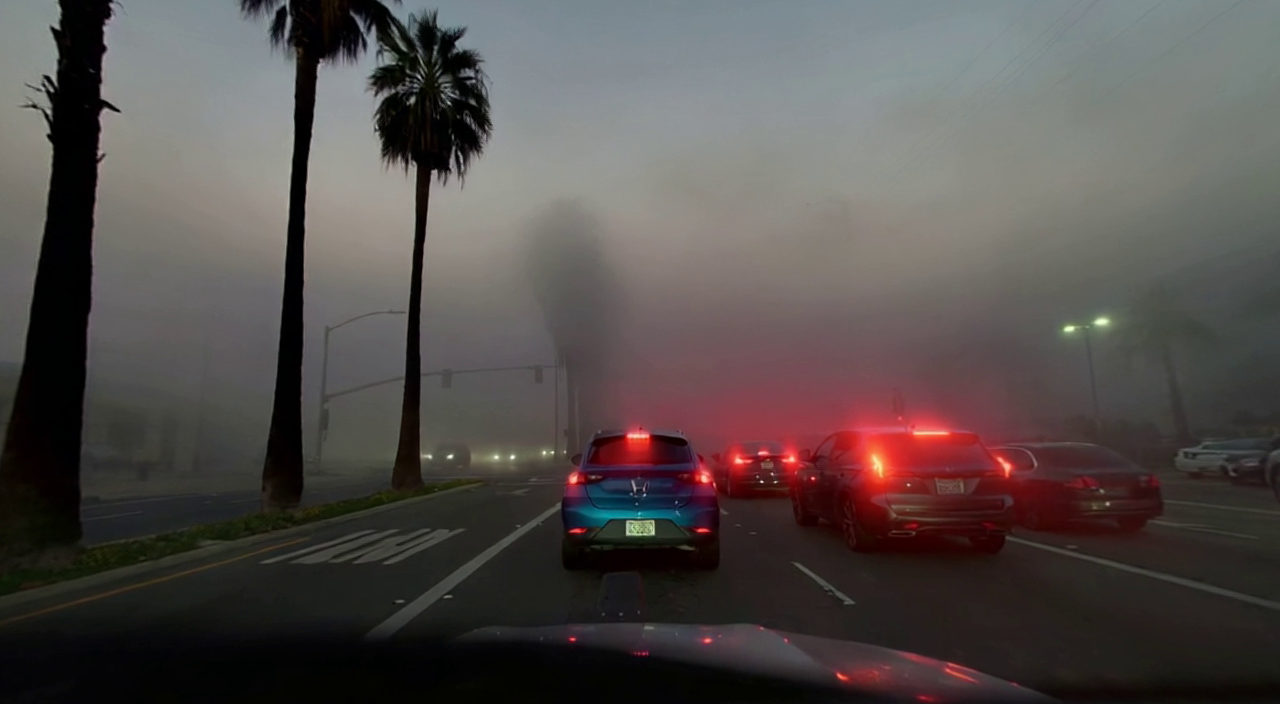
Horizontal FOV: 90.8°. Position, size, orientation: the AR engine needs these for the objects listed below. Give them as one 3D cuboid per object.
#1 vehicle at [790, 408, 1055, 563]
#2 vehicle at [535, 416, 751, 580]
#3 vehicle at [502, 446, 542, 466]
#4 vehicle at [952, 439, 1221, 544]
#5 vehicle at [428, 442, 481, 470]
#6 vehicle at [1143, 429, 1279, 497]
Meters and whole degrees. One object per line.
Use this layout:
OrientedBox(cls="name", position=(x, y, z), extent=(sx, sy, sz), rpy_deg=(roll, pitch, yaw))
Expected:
OrientedBox(cls="vehicle", position=(3.671, 1.820, 9.242), extent=(1.947, 1.725, 4.159), rpy_deg=(0, -9, 0))
OrientedBox(cls="vehicle", position=(0.026, 1.719, 8.190), extent=(2.083, 1.572, 4.021), rpy_deg=(0, -9, 0))
OrientedBox(cls="vehicle", position=(-9.170, 8.121, 49.394), extent=(2.168, 1.462, 4.505), rpy_deg=(0, -9, 1))
OrientedBox(cls="vehicle", position=(7.354, 2.292, 11.037), extent=(1.832, 1.477, 3.981), rpy_deg=(0, -9, 1))
OrientedBox(cls="vehicle", position=(-12.435, 7.016, 42.626), extent=(2.180, 1.776, 4.521), rpy_deg=(0, -9, 0))
OrientedBox(cls="vehicle", position=(18.048, 3.209, 18.470), extent=(4.786, 1.848, 2.107), rpy_deg=(0, -9, -1))
